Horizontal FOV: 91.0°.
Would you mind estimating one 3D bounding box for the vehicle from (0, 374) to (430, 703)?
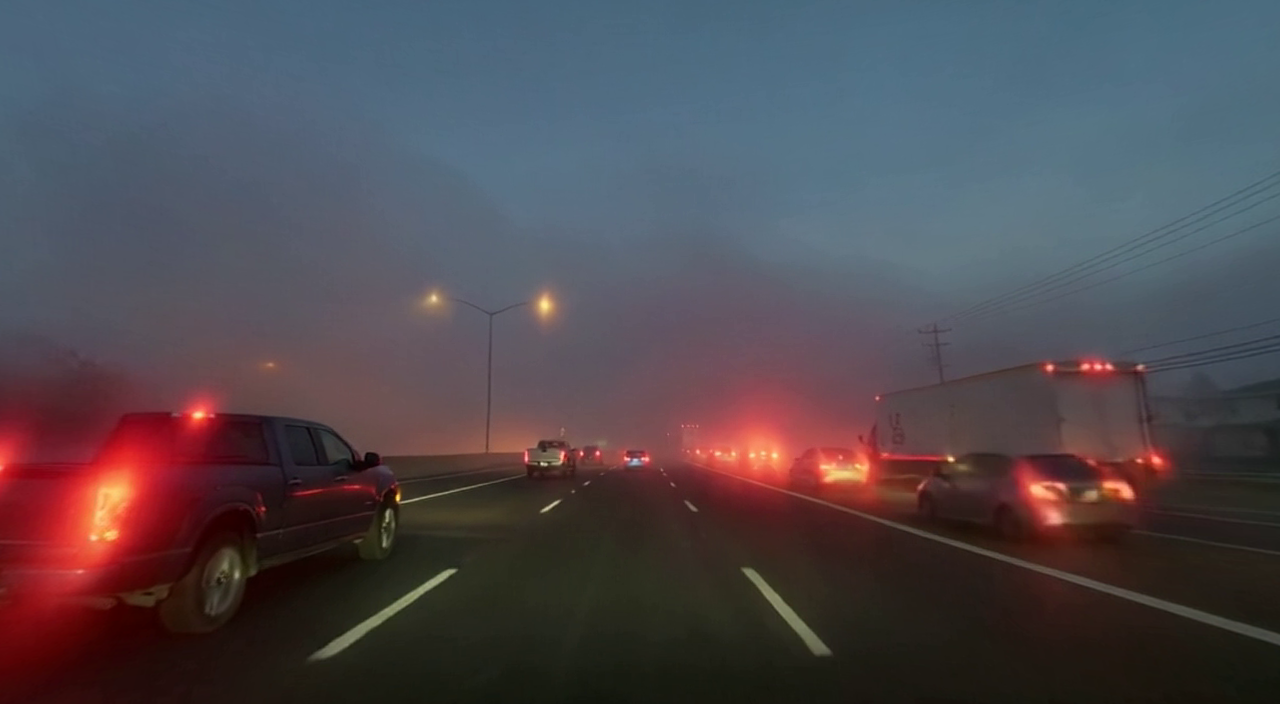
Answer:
[{"bbox_3d":[-3.678,1.286,5.486,2.127,1.705,4.374,0,-9,1],"label":"vehicle"}]

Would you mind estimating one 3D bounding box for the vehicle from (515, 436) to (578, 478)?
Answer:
[{"bbox_3d":[-4.323,4.940,29.912,2.147,1.825,4.602,0,-9,1],"label":"vehicle"}]

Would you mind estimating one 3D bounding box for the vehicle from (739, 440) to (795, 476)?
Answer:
[{"bbox_3d":[6.384,5.377,32.144,1.977,1.705,4.078,0,-9,0],"label":"vehicle"}]

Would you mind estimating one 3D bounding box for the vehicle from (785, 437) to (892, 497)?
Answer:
[{"bbox_3d":[6.004,3.522,19.601,1.989,1.642,4.082,0,-9,0],"label":"vehicle"}]

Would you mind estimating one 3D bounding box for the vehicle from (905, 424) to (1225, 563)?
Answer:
[{"bbox_3d":[5.836,1.961,9.479,1.956,1.576,4.211,0,-9,2],"label":"vehicle"}]

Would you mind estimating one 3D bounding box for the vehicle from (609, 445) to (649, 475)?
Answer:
[{"bbox_3d":[-0.586,5.913,34.651,2.060,1.508,4.308,0,-9,0],"label":"vehicle"}]

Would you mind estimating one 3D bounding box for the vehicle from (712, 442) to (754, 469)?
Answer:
[{"bbox_3d":[6.393,7.152,43.768,2.086,1.783,4.868,0,-9,-1],"label":"vehicle"}]
